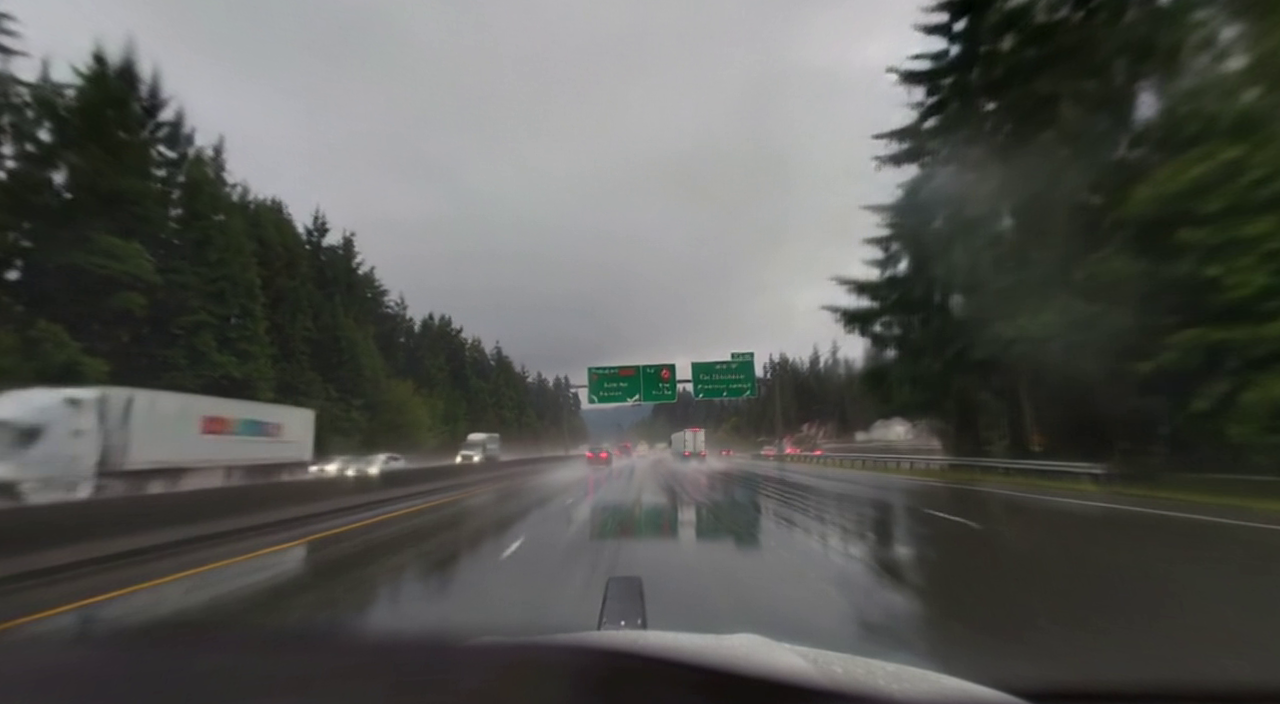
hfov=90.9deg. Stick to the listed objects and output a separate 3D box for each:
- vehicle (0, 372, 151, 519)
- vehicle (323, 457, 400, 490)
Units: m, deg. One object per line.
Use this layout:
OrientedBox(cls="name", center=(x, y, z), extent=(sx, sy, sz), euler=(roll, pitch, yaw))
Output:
OrientedBox(cls="vehicle", center=(-18.779, 2.852, 19.104), extent=(3.008, 3.926, 5.831), euler=(0, -9, 0))
OrientedBox(cls="vehicle", center=(-14.378, 6.267, 32.826), extent=(1.999, 1.486, 4.479), euler=(0, -9, 0))
